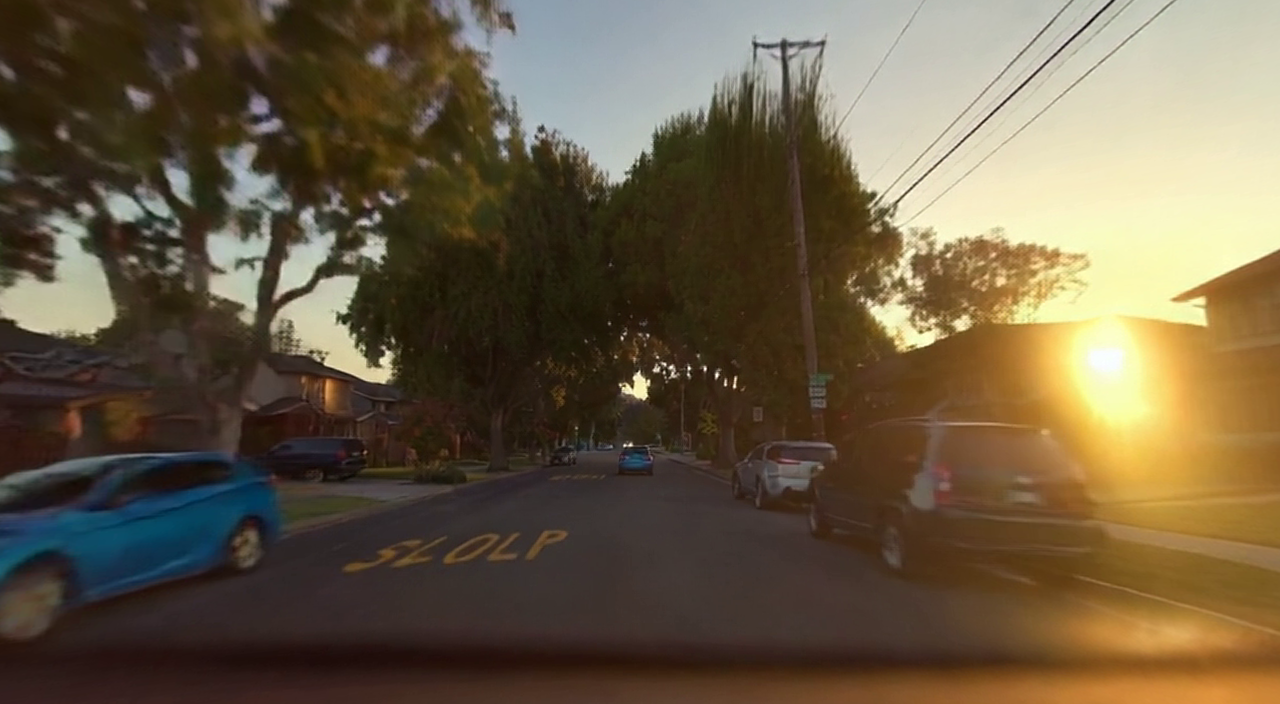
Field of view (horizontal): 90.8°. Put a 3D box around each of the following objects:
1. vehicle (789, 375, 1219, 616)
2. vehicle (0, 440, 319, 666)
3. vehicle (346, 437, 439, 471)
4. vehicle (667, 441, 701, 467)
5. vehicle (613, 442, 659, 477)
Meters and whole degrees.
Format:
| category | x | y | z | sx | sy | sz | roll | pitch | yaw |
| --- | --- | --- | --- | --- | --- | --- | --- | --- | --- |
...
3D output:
| category | x | y | z | sx | sy | sz | roll | pitch | yaw |
| --- | --- | --- | --- | --- | --- | --- | --- | --- | --- |
| vehicle | 3.576 | 1.539 | 7.711 | 2.221 | 1.960 | 4.927 | 0 | -8 | -1 |
| vehicle | -5.257 | 1.638 | 6.023 | 1.984 | 1.498 | 4.508 | -3 | -8 | 1 |
| vehicle | -13.524 | 5.577 | 34.716 | 4.253 | 1.772 | 1.980 | 1 | -9 | -3 |
| vehicle | 3.005 | 7.041 | 43.826 | 1.978 | 1.690 | 4.306 | 0 | -8 | -1 |
| vehicle | -0.193 | 4.899 | 29.081 | 2.000 | 1.449 | 4.006 | 0 | -8 | -1 |
